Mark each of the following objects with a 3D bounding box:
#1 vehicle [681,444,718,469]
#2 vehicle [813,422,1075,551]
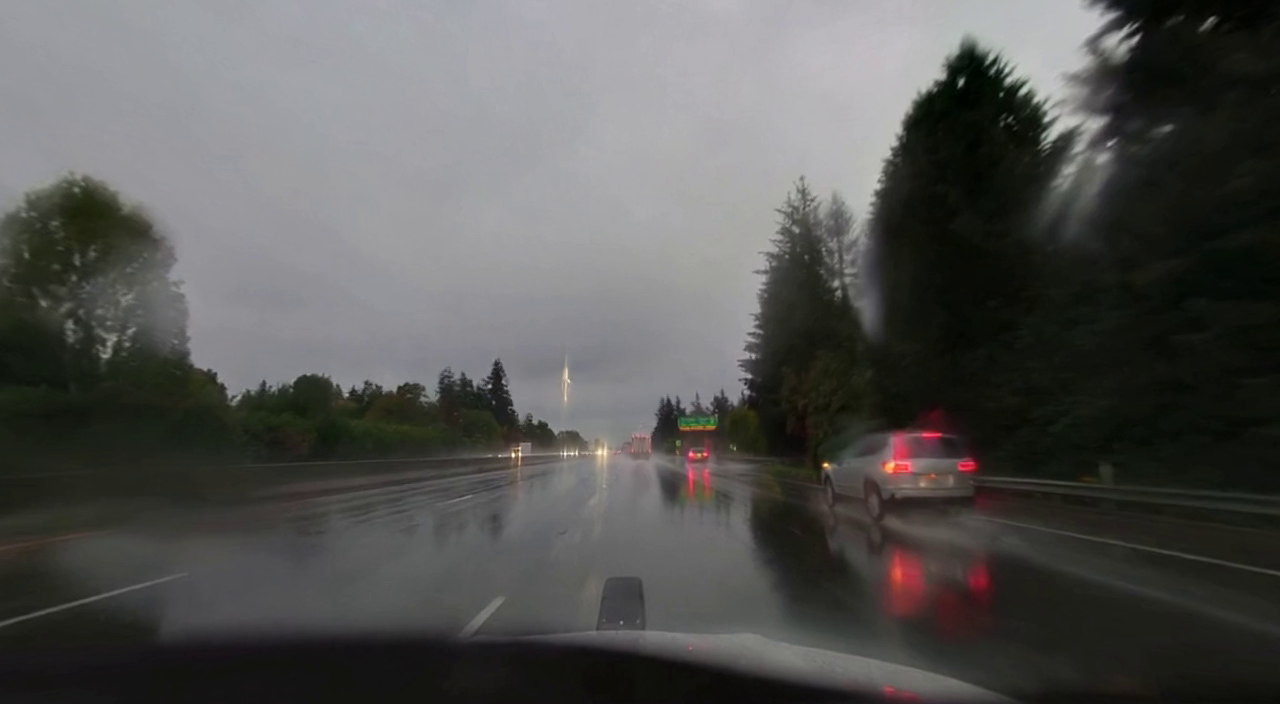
[{"bbox_3d":[4.300,7.616,46.249,2.096,1.712,4.697,0,-9,-1],"label":"vehicle"},{"bbox_3d":[4.459,2.036,10.245,1.929,1.604,4.478,0,-9,-1],"label":"vehicle"}]
